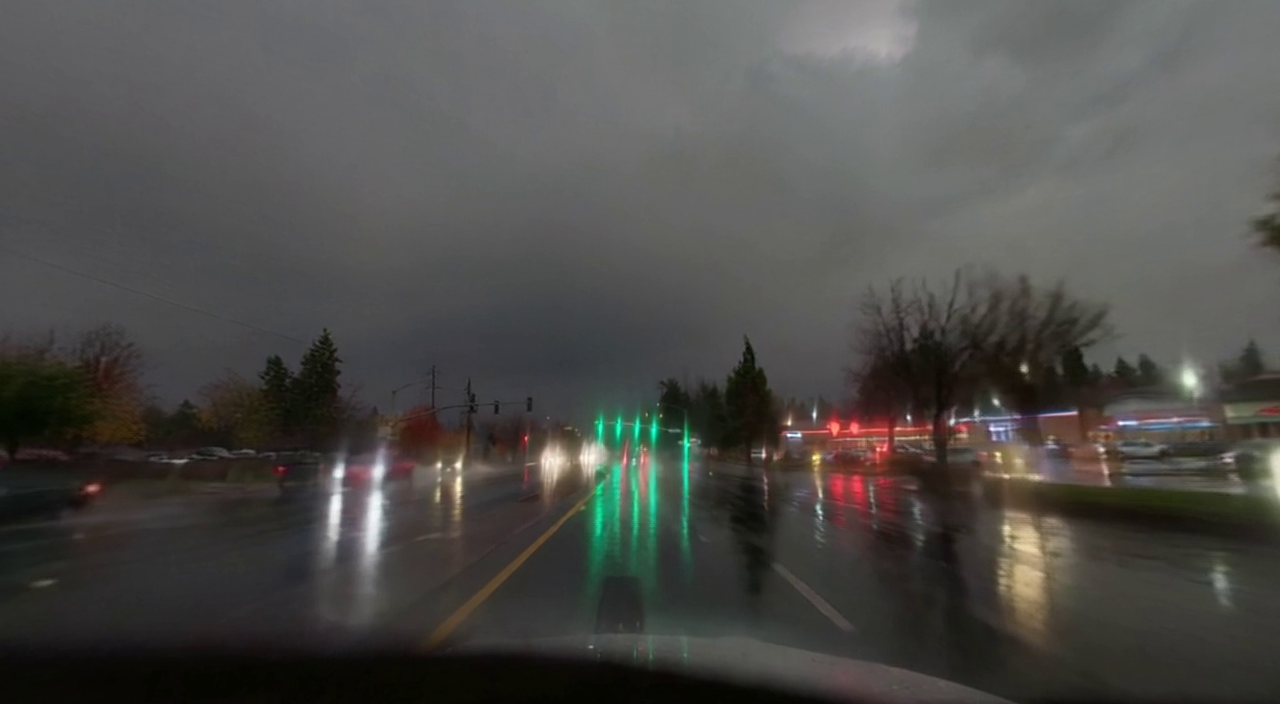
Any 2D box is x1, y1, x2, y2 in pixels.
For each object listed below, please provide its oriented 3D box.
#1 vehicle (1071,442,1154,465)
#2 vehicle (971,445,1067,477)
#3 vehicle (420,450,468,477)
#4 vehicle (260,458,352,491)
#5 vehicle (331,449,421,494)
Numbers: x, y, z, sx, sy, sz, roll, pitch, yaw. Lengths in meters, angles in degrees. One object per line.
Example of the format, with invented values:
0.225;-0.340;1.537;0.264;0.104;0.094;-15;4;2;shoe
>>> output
32.094;6.932;42.992;4.036;1.512;1.856;0;-9;1;vehicle
19.538;5.569;32.550;4.333;1.532;2.037;4;-10;-25;vehicle
-14.588;8.273;47.268;2.046;1.900;4.689;0;-9;0;vehicle
-19.766;7.197;37.514;4.346;1.755;1.874;8;-12;-44;vehicle
-11.404;5.134;27.648;2.004;1.787;4.384;0;-9;0;vehicle
